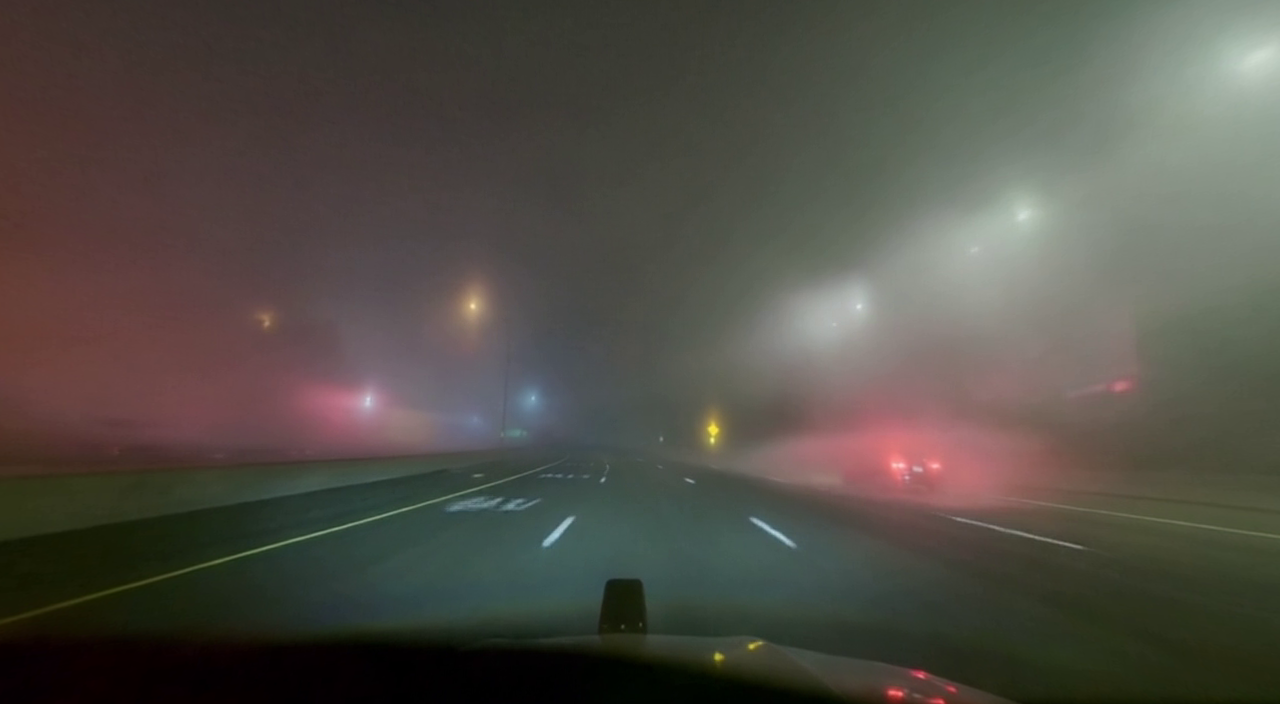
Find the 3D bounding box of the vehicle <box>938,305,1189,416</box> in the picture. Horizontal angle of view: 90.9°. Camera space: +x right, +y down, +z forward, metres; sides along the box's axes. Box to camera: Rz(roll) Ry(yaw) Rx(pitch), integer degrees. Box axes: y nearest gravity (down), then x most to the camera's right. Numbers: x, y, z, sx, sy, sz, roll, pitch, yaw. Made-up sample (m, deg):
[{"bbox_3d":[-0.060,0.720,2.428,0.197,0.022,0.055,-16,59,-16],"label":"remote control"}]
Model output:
[{"bbox_3d":[24.169,1.120,37.995,2.893,4.671,14.157,4,-9,-13],"label":"vehicle"}]
